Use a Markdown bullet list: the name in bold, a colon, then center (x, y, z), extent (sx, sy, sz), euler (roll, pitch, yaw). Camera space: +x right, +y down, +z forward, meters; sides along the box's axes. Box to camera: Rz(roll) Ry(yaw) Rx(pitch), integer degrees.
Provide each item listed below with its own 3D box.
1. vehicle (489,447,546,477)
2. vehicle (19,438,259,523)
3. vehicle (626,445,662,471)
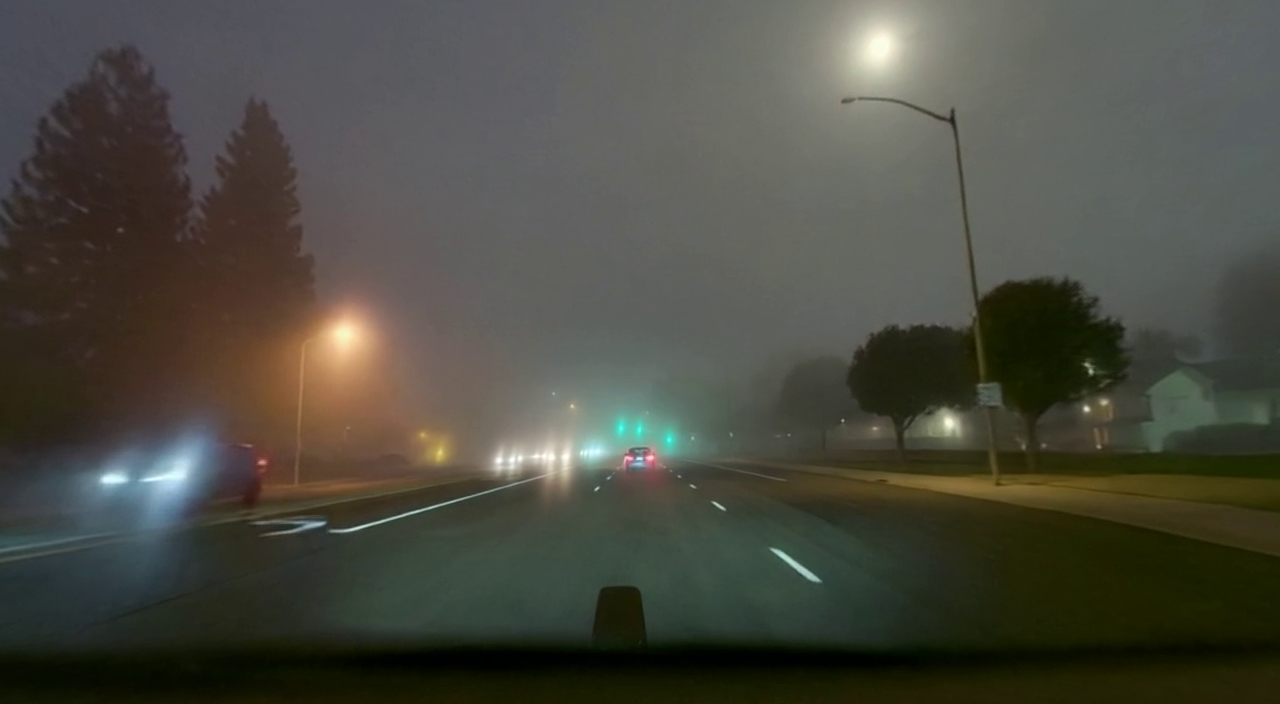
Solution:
- **vehicle**: center (-6.422, 5.824, 33.487), extent (2.014, 1.472, 4.357), euler (0, -9, 2)
- **vehicle**: center (-13.602, 3.482, 17.765), extent (2.301, 1.967, 5.468), euler (0, -9, -1)
- **vehicle**: center (0.257, 6.664, 39.745), extent (2.106, 1.517, 4.375), euler (0, -9, 0)
